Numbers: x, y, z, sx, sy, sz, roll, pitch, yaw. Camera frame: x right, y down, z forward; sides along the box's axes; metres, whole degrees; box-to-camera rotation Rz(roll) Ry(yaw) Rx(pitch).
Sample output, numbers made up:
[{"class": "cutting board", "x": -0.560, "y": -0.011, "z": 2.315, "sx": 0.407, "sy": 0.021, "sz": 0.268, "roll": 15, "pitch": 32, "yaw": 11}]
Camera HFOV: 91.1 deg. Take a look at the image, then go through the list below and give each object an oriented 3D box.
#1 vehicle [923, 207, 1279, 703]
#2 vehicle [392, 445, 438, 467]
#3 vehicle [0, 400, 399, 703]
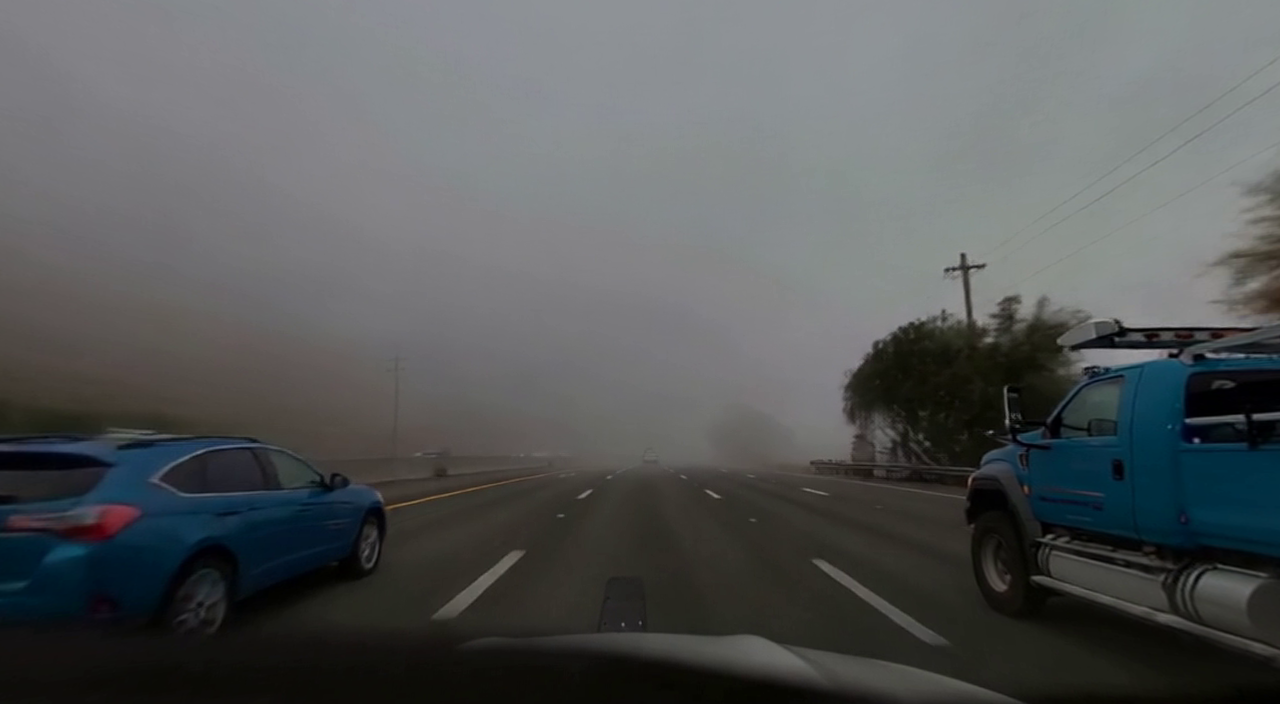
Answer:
[{"class": "vehicle", "x": 3.631, "y": 0.525, "z": 1.850, "sx": 2.538, "sy": 2.228, "sz": 6.370, "roll": 0, "pitch": -9, "yaw": -1}, {"class": "vehicle", "x": -17.775, "y": 8.225, "z": 49.797, "sx": 1.894, "sy": 1.695, "sz": 4.457, "roll": 0, "pitch": -9, "yaw": 2}, {"class": "vehicle", "x": -3.702, "y": 1.248, "z": 4.614, "sx": 1.974, "sy": 1.493, "sz": 4.563, "roll": 0, "pitch": -9, "yaw": 1}]
